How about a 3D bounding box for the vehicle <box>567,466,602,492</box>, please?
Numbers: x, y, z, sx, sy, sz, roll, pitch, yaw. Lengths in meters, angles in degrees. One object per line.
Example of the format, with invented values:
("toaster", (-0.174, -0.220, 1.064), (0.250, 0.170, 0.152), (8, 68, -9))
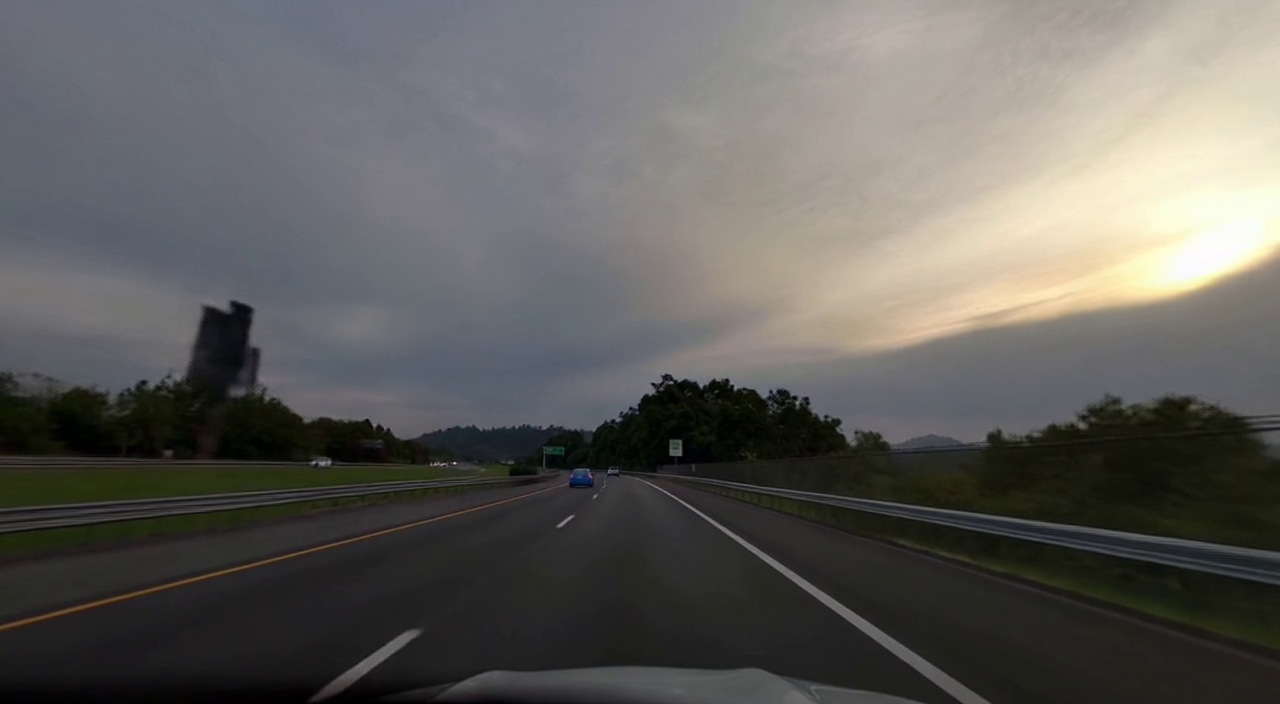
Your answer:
("vehicle", (-3.613, 8.374, 41.775), (1.967, 1.556, 4.364), (1, -10, -1))
